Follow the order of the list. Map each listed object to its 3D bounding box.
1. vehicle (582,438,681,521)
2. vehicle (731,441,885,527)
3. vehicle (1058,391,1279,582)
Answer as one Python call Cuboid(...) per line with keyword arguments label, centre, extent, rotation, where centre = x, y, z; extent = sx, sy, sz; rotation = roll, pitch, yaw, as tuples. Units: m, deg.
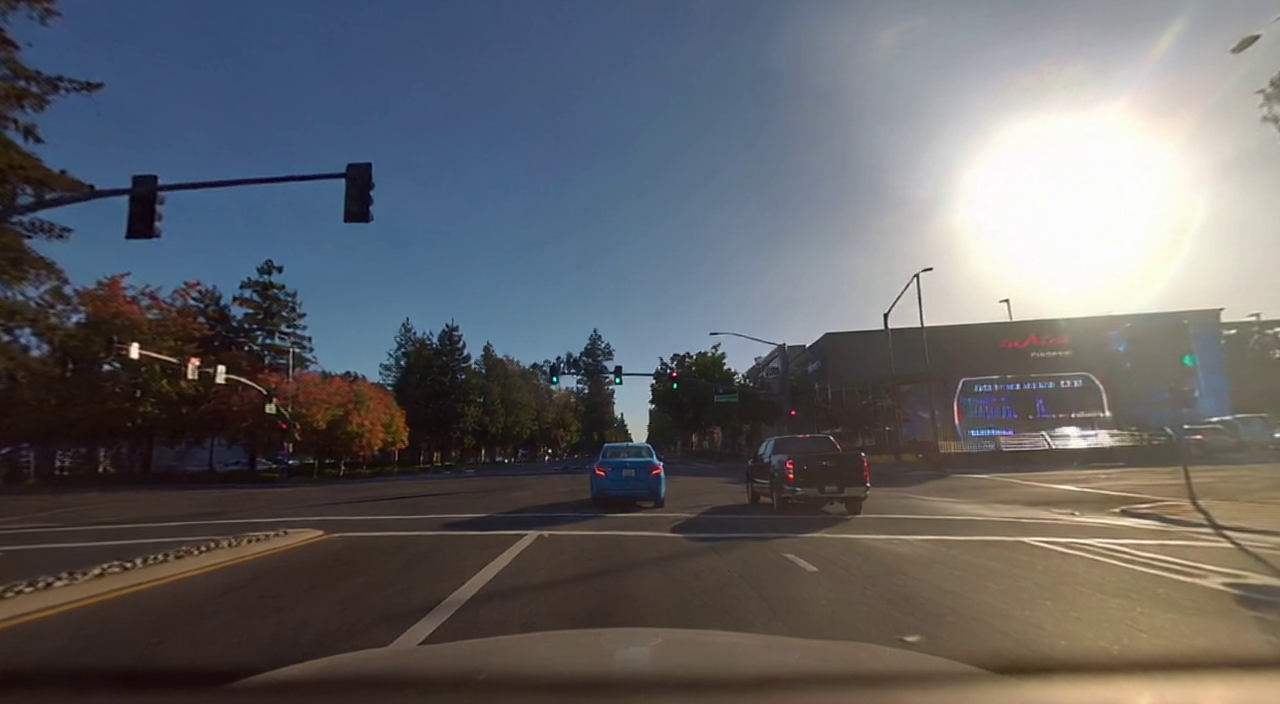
Cuboid(label="vehicle", centre=(-0.246, 2.892, 14.900), extent=(2.037, 1.674, 3.693), rotation=(0, -8, -2))
Cuboid(label="vehicle", centre=(3.427, 2.780, 13.970), extent=(1.955, 1.550, 4.587), rotation=(0, -8, -3))
Cuboid(label="vehicle", centre=(7.629, 1.422, 6.820), extent=(2.240, 1.923, 5.678), rotation=(0, -8, -1))
